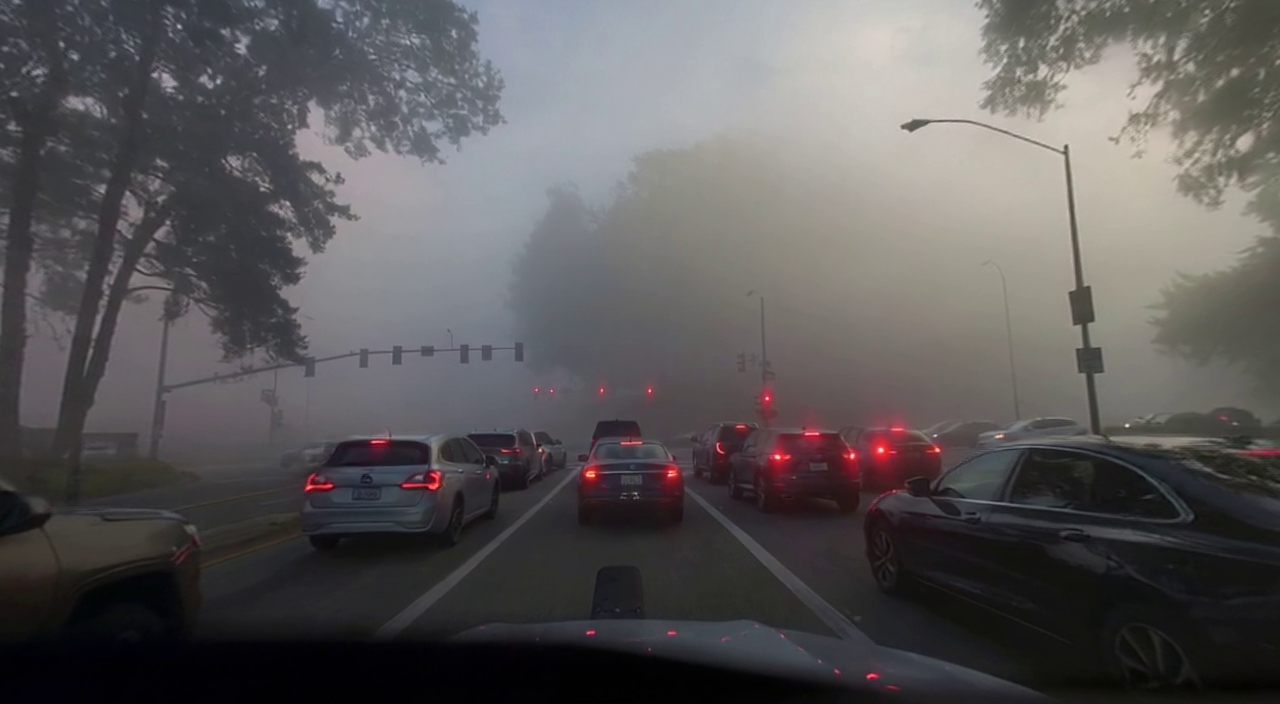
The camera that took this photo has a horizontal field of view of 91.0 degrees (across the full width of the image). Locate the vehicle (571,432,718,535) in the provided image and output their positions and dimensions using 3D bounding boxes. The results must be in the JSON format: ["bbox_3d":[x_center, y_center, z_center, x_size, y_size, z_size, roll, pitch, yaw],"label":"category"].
[{"bbox_3d":[-0.009,2.135,10.832,2.076,1.438,3.770,0,-8,-2],"label":"vehicle"}]

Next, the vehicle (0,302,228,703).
[{"bbox_3d":[-3.194,0.542,0.979,2.079,1.756,4.676,0,-8,-3],"label":"vehicle"}]

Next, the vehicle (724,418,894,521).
[{"bbox_3d":[3.061,2.232,12.445,2.106,1.667,4.101,0,-8,-2],"label":"vehicle"}]

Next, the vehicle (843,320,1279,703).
[{"bbox_3d":[3.150,1.040,4.144,2.074,1.685,4.387,0,-8,-1],"label":"vehicle"}]

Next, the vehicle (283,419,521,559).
[{"bbox_3d":[-3.070,1.848,9.275,1.896,1.546,4.378,0,-8,-1],"label":"vehicle"}]
